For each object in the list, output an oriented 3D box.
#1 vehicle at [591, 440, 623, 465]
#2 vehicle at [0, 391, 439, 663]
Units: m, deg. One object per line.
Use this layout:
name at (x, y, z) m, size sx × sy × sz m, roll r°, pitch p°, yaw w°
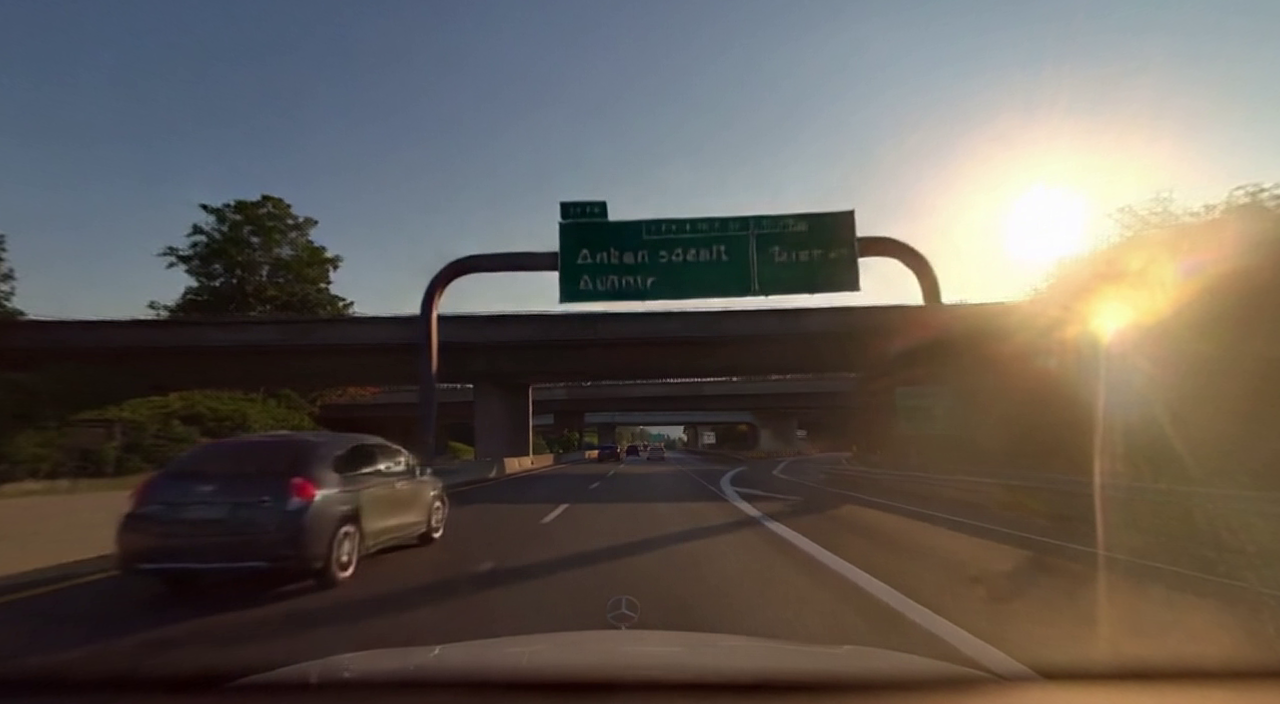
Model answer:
vehicle at (-2.545, 7.866, 49.315) m, size 2.143 × 1.853 × 4.123 m, roll 0°, pitch -9°, yaw 2°
vehicle at (-3.680, 1.380, 6.038) m, size 2.037 × 1.638 × 4.274 m, roll 0°, pitch -9°, yaw 1°
